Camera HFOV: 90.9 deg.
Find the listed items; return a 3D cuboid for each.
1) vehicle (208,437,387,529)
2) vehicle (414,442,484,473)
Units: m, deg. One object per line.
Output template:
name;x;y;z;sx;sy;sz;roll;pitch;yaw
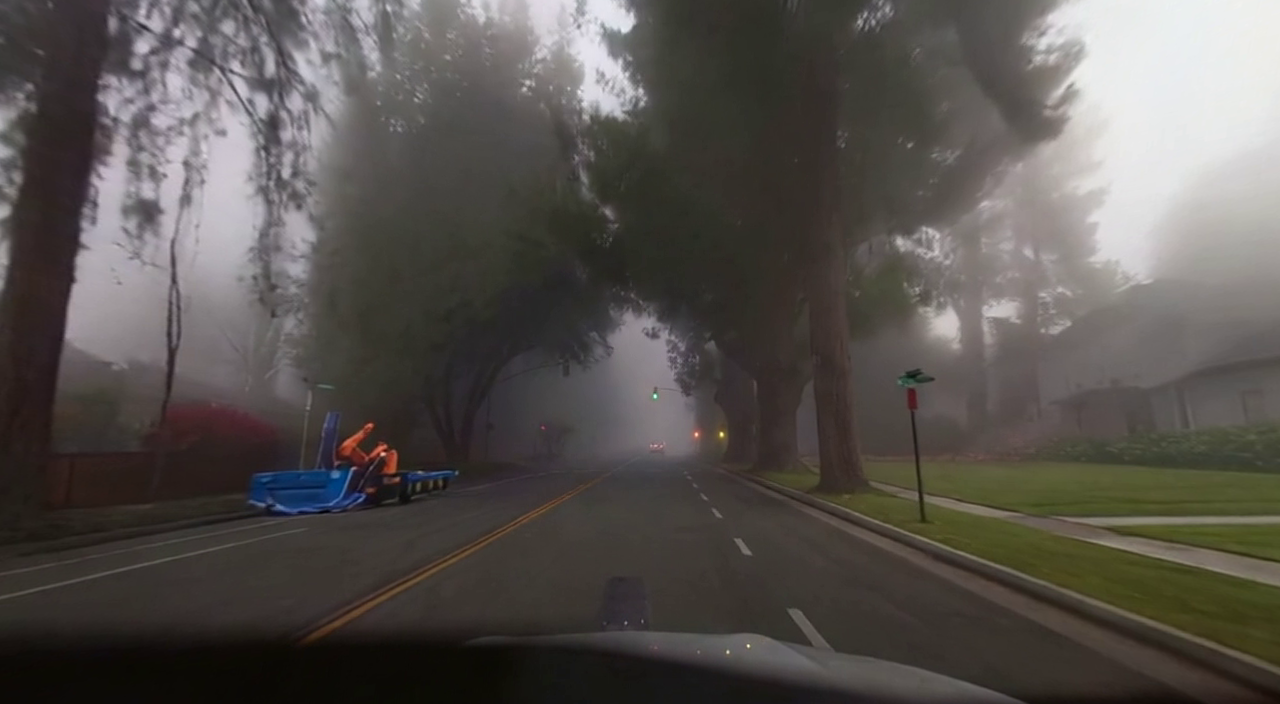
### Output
vehicle;-8.440;3.171;16.117;1.998;1.814;4.559;-4;-7;1
vehicle;-14.907;8.232;49.438;4.593;2.294;2.461;-1;-8;5
